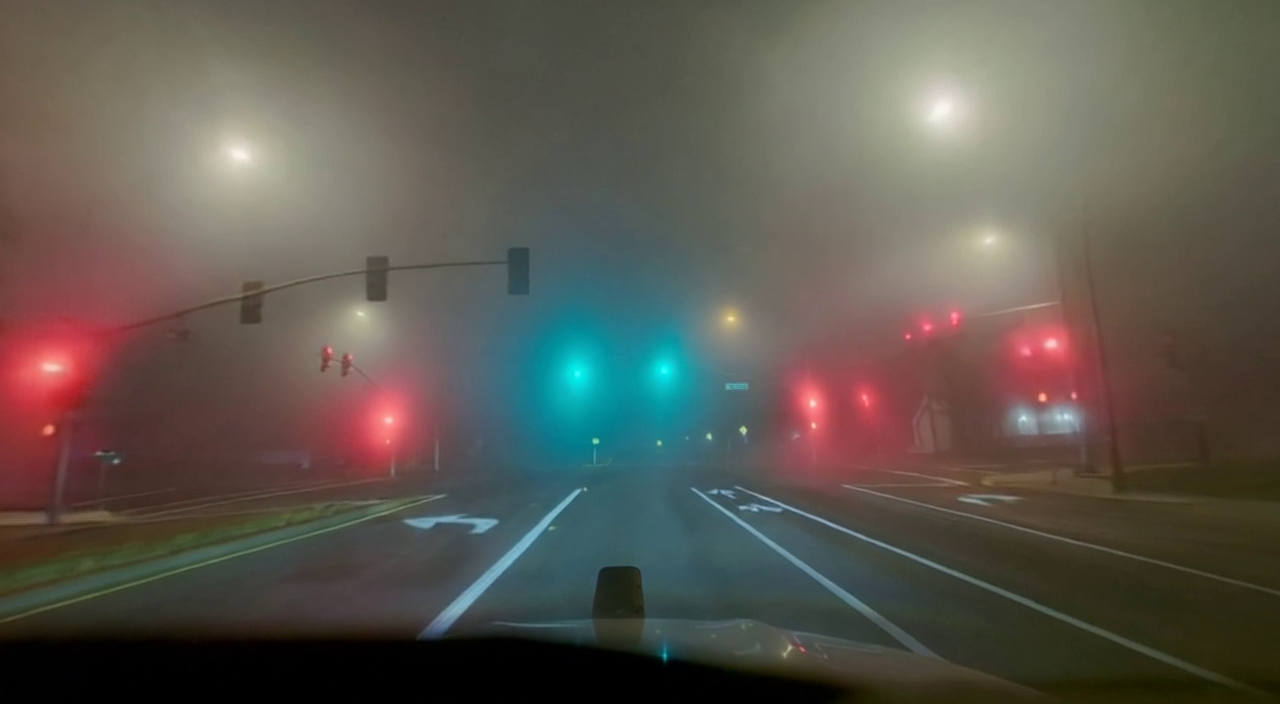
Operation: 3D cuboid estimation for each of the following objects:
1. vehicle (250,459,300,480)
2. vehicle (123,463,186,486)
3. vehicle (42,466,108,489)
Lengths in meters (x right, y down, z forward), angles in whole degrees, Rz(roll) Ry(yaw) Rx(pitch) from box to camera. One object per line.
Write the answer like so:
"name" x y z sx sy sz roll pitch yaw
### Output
"vehicle" -28.741 9.246 49.880 1.974 1.457 4.248 1 -9 -10
"vehicle" -36.943 9.316 48.238 1.857 1.491 4.680 2 -9 -12
"vehicle" -42.661 9.481 47.818 1.795 1.485 4.389 2 -9 -15
